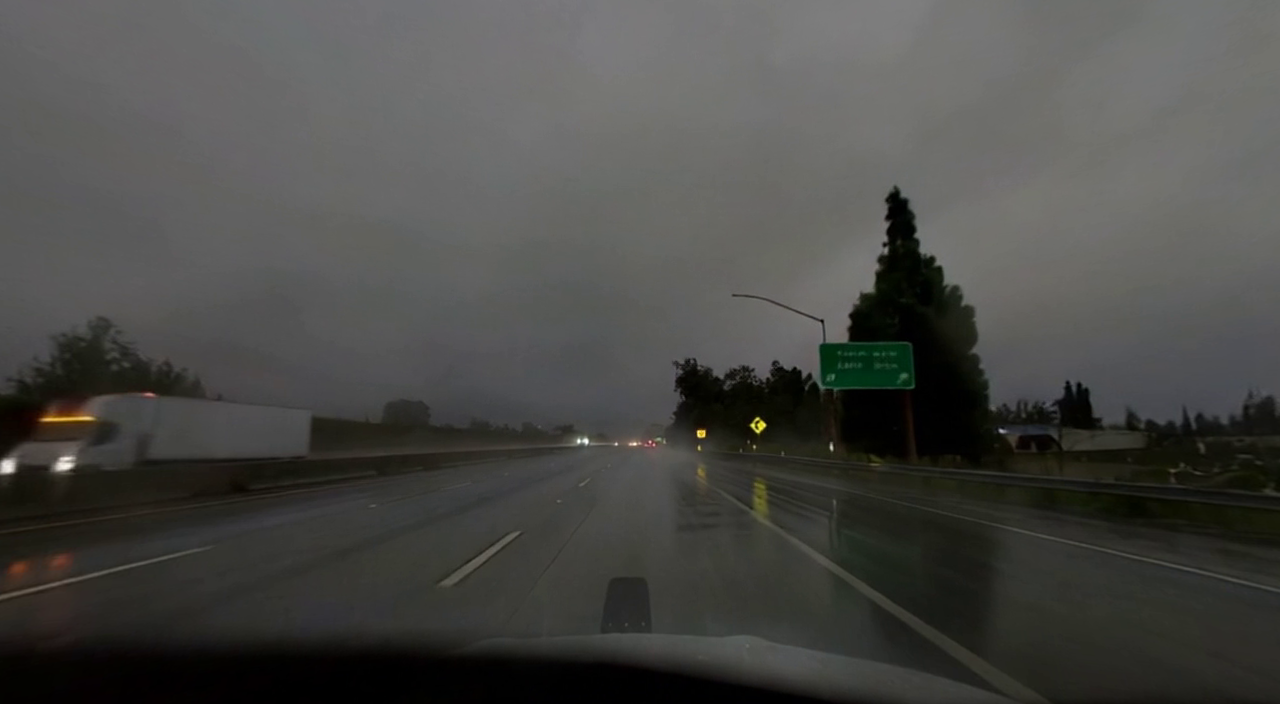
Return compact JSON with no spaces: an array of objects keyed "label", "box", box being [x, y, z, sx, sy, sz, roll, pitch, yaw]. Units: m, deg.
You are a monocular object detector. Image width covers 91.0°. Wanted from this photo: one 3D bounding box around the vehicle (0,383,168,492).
[{"label":"vehicle","box":[-23.175,3.529,25.949,2.978,4.016,5.378,0,-8,0]}]
